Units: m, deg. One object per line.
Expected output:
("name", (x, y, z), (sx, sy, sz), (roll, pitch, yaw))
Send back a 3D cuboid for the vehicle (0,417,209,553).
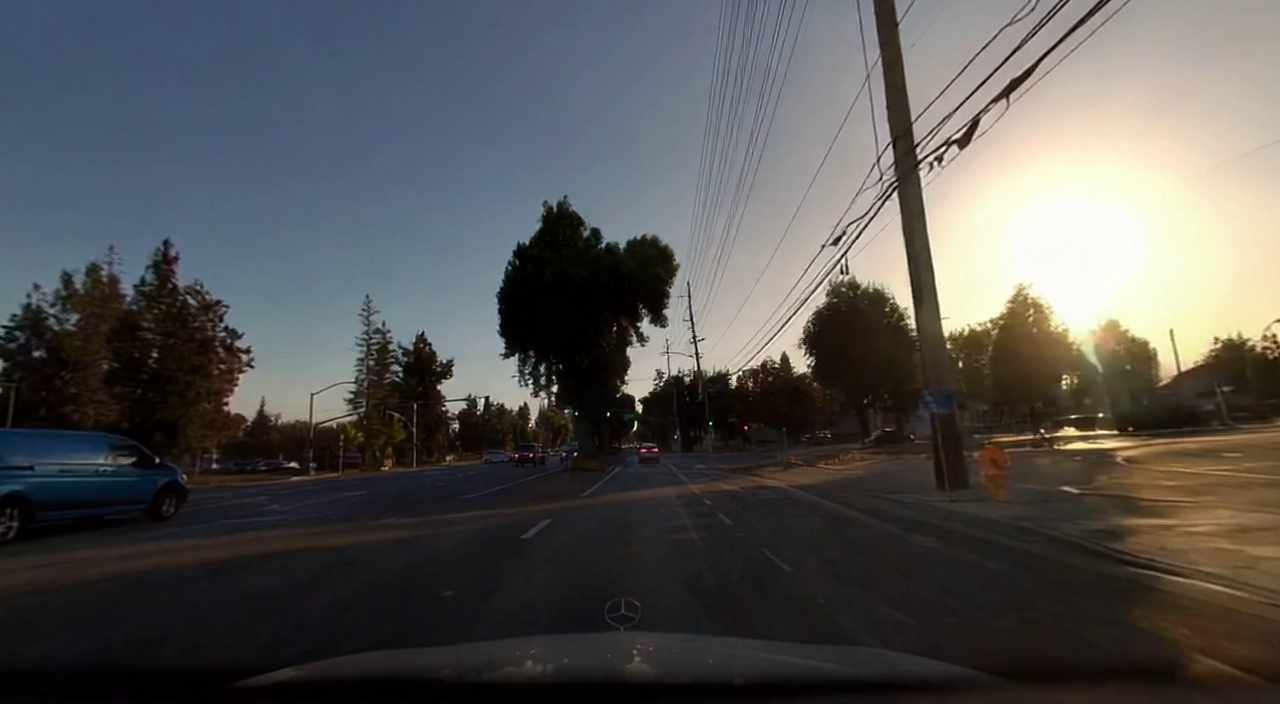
("vehicle", (-9.850, 2.070, 10.240), (2.149, 1.848, 4.961), (0, -9, 1))
